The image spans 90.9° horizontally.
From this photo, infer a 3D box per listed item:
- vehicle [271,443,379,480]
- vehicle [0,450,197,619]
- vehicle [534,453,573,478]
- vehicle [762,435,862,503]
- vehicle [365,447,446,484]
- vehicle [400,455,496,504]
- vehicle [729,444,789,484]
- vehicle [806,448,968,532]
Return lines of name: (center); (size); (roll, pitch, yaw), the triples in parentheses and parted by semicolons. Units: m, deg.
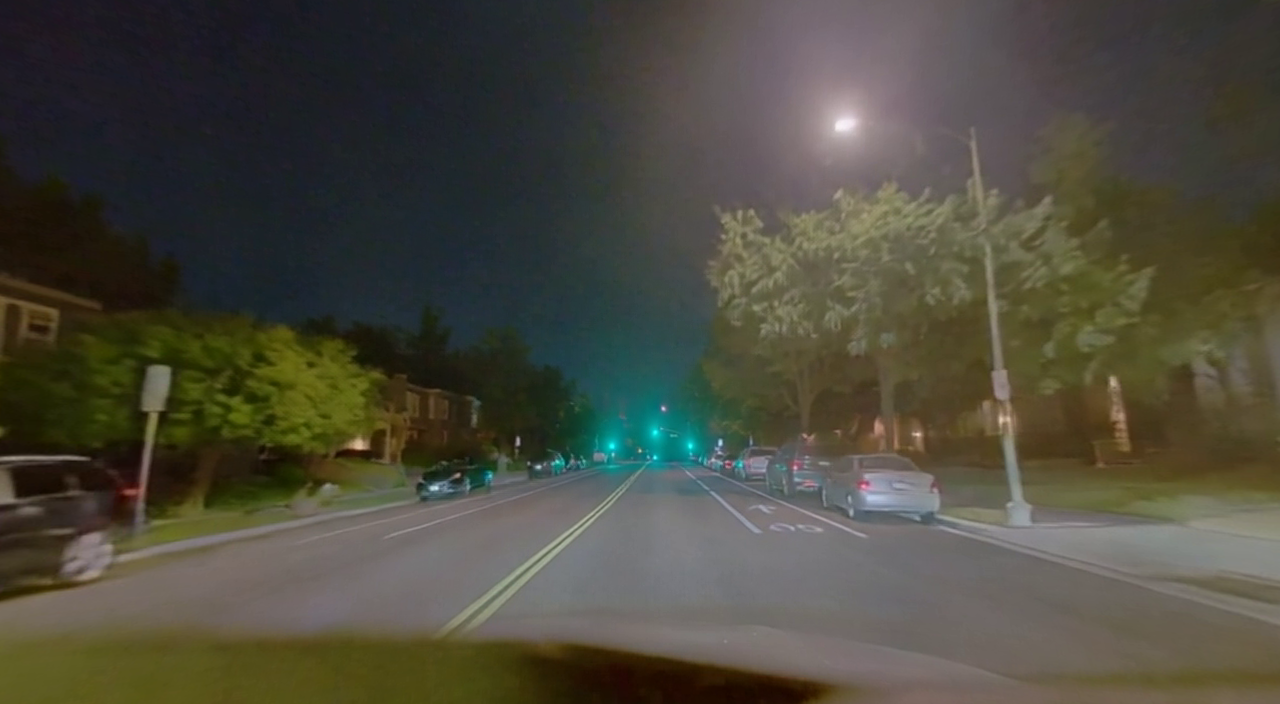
vehicle: (-17.366, 6.041, 34.854); (4.886, 1.936, 2.108); (-2, -9, 8)
vehicle: (-7.381, 1.912, 6.652); (1.996, 1.628, 4.603); (-1, -8, 1)
vehicle: (-6.074, 7.992, 44.585); (1.971, 1.479, 4.307); (-2, -8, 3)
vehicle: (5.121, 3.544, 19.500); (2.089, 1.831, 4.492); (-1, -9, 4)
vehicle: (-12.608, 6.079, 34.039); (3.513, 1.829, 1.976); (-1, -8, 11)
vehicle: (-6.764, 4.524, 22.734); (1.903, 1.463, 4.526); (-1, -8, 2)
vehicle: (5.609, 5.330, 30.345); (2.137, 1.747, 4.797); (-1, -9, 2)
vehicle: (4.981, 2.793, 13.472); (1.704, 1.445, 4.492); (0, -9, 1)
